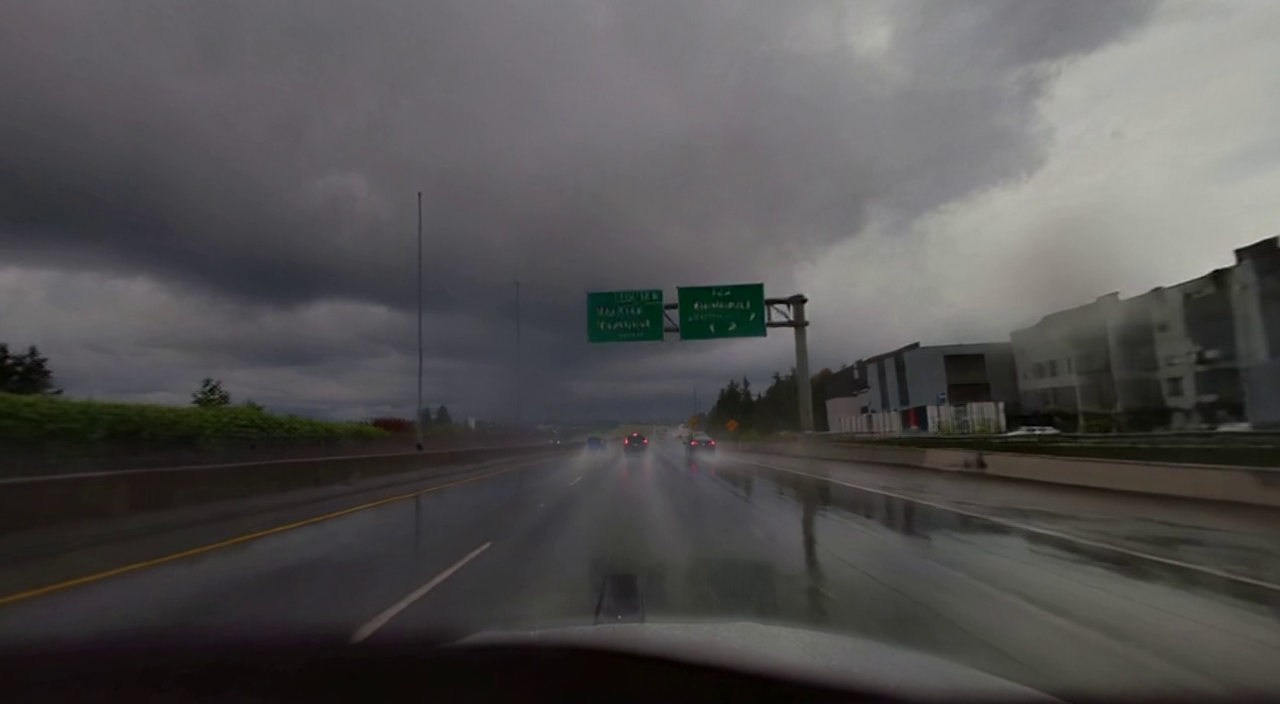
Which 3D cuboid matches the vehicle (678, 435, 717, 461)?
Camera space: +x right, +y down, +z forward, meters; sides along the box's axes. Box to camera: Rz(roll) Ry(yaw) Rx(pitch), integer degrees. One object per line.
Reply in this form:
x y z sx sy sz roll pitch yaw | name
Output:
3.527 5.961 39.090 1.992 1.532 3.996 0 -8 -1 | vehicle
